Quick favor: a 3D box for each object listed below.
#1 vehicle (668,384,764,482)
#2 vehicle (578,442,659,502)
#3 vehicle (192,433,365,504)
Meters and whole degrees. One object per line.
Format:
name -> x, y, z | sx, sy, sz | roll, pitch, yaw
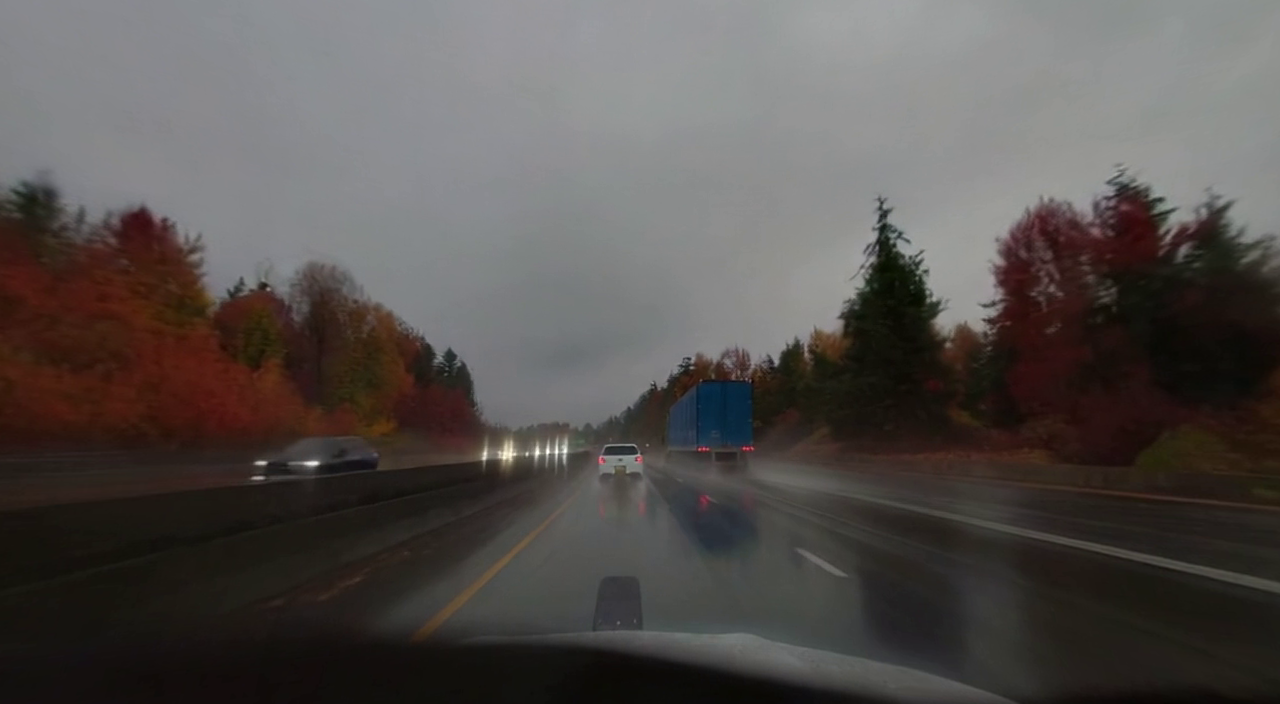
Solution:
vehicle -> 3.440, 4.462, 33.089 | 2.900, 4.013, 14.455 | 0, -9, -1
vehicle -> -0.591, 3.437, 18.283 | 2.099, 1.506, 4.097 | -1, -9, -1
vehicle -> -8.956, 2.928, 16.059 | 1.920, 1.541, 4.248 | -1, -9, 0
